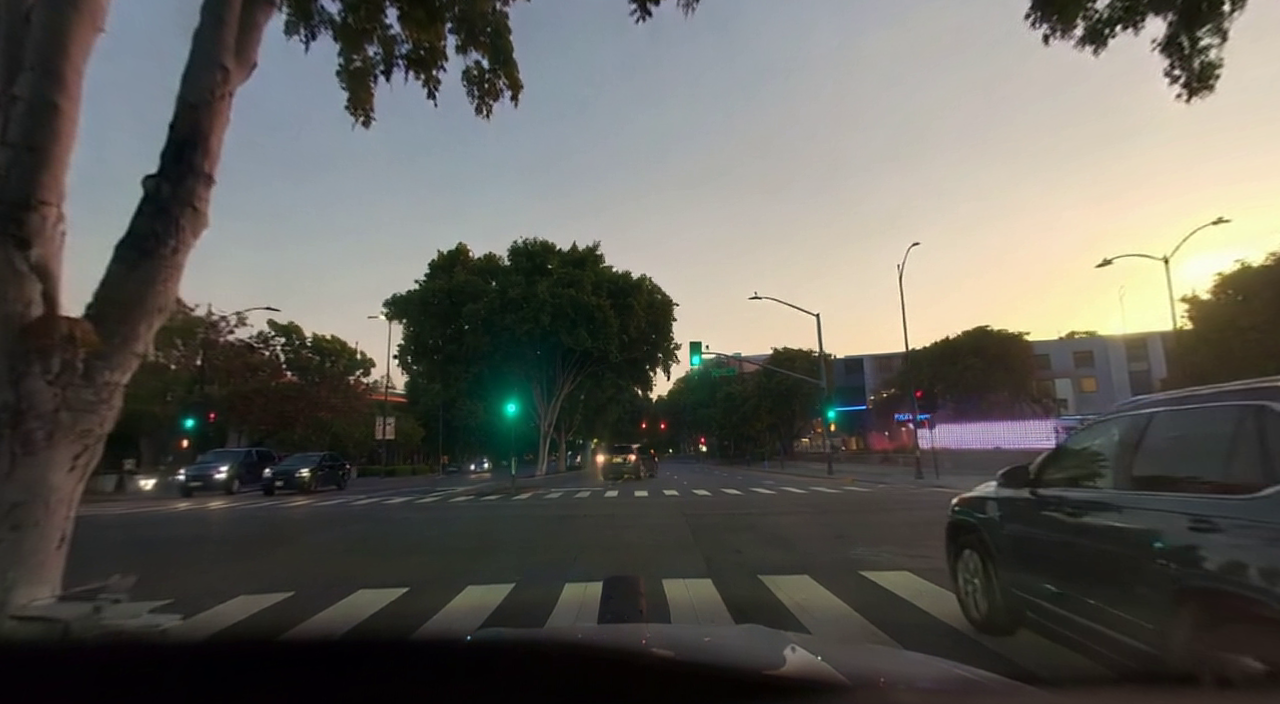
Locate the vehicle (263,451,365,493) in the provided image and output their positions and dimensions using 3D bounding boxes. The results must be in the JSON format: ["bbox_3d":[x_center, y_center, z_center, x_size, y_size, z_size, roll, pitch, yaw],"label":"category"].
[{"bbox_3d":[-14.930,5.496,29.263,2.169,1.753,4.640,0,-8,1],"label":"vehicle"}]

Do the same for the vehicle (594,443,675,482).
[{"bbox_3d":[-0.150,5.160,29.752,2.153,1.658,4.569,-4,-9,23],"label":"vehicle"}]

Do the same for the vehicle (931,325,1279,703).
[{"bbox_3d":[3.623,0.900,3.187,2.301,1.767,4.289,0,-8,1],"label":"vehicle"}]

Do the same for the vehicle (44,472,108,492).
[{"bbox_3d":[-44.579,10.304,49.867,3.497,1.415,1.569,-1,-8,-1],"label":"vehicle"}]

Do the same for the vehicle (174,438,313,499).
[{"bbox_3d":[-18.696,5.488,30.233,2.557,2.580,5.856,-1,-8,4],"label":"vehicle"}]
